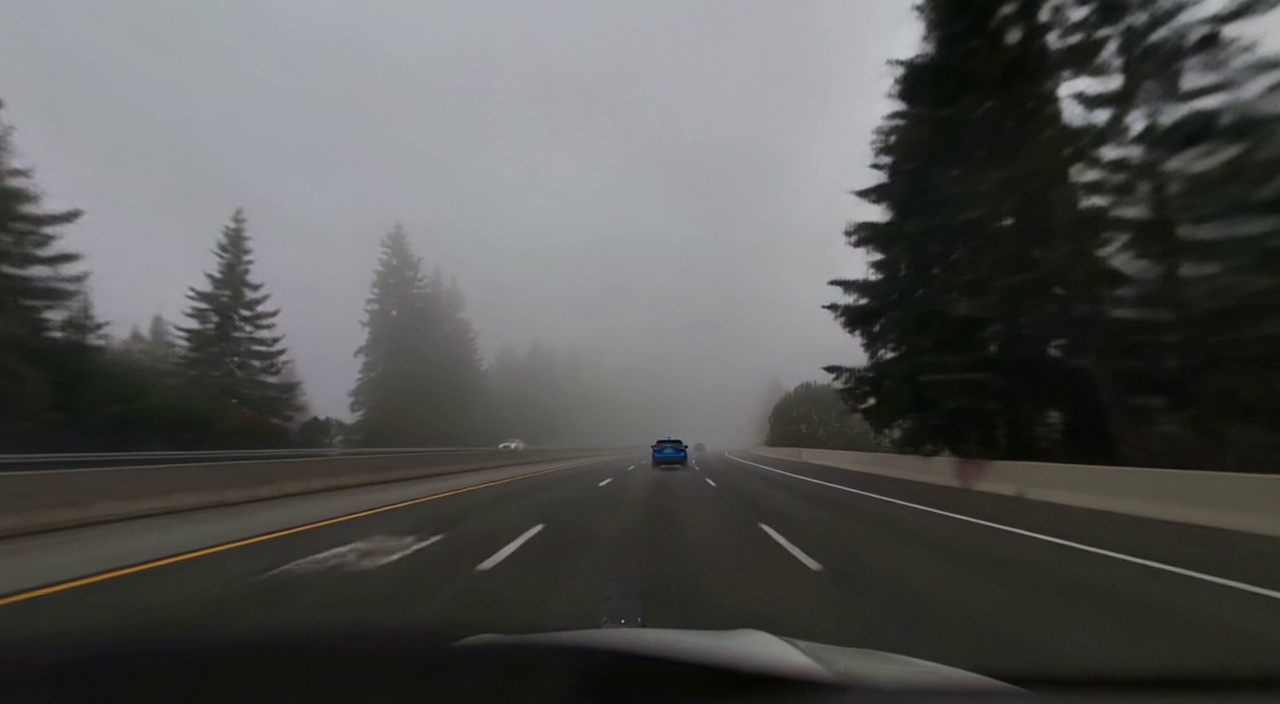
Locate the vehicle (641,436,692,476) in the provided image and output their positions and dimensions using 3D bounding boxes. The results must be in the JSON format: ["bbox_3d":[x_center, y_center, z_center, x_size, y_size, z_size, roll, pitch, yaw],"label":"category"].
[{"bbox_3d":[1.216,4.680,28.482,2.133,1.686,4.203,-1,-8,3],"label":"vehicle"}]
